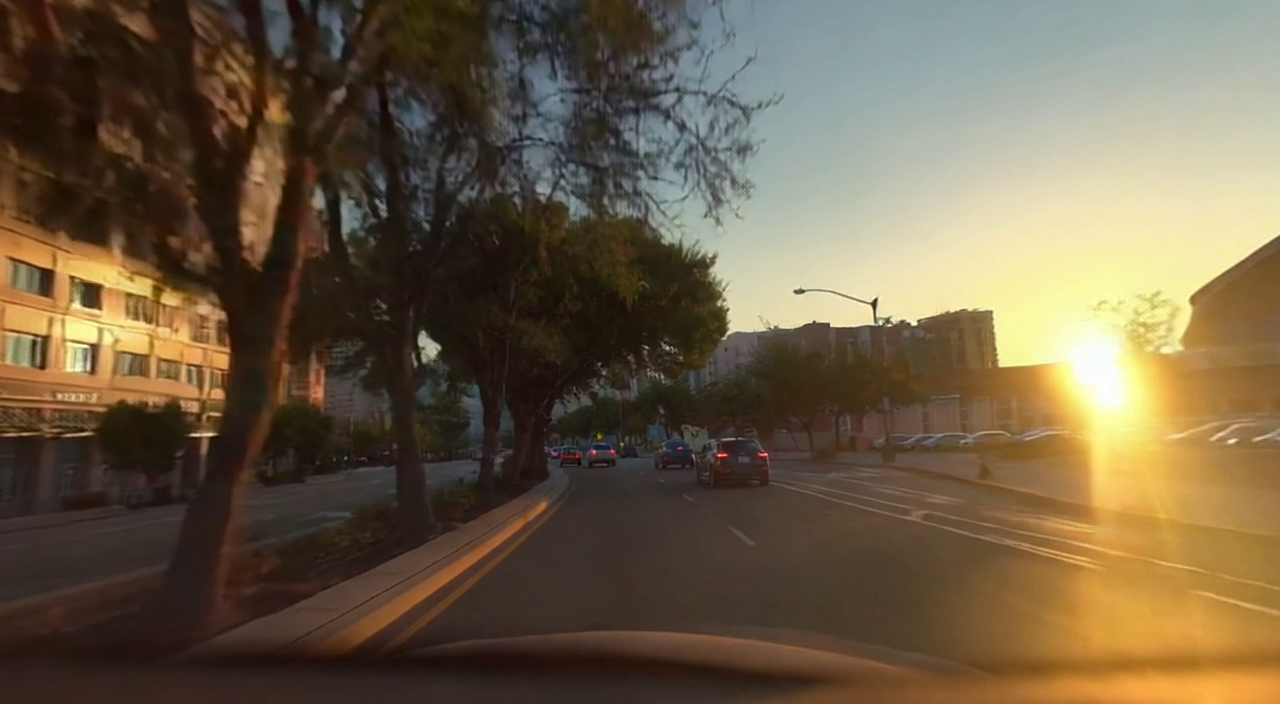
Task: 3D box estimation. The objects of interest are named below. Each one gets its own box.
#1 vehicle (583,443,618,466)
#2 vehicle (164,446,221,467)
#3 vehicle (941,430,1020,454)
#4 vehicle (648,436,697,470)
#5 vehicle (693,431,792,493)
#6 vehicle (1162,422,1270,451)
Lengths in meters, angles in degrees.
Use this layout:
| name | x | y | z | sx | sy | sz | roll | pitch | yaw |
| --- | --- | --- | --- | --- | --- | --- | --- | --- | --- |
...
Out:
| name | x | y | z | sx | sy | sz | roll | pitch | yaw |
| --- | --- | --- | --- | --- | --- | --- | --- | --- | --- |
| vehicle | -2.794 | 7.130 | 44.033 | 2.068 | 1.512 | 3.987 | 1 | -8 | -8 |
| vehicle | -32.566 | 7.621 | 46.059 | 1.600 | 1.375 | 4.319 | 0 | -9 | -9 |
| vehicle | 26.077 | 6.912 | 48.429 | 4.736 | 1.755 | 2.221 | 0 | -8 | -4 |
| vehicle | 1.730 | 5.565 | 35.012 | 2.046 | 1.768 | 4.370 | 0 | -8 | -6 |
| vehicle | 2.888 | 3.203 | 18.745 | 1.966 | 1.596 | 3.980 | 0 | -8 | -4 |
| vehicle | 32.525 | 4.785 | 35.755 | 4.032 | 1.560 | 2.059 | 0 | -8 | -1 |
